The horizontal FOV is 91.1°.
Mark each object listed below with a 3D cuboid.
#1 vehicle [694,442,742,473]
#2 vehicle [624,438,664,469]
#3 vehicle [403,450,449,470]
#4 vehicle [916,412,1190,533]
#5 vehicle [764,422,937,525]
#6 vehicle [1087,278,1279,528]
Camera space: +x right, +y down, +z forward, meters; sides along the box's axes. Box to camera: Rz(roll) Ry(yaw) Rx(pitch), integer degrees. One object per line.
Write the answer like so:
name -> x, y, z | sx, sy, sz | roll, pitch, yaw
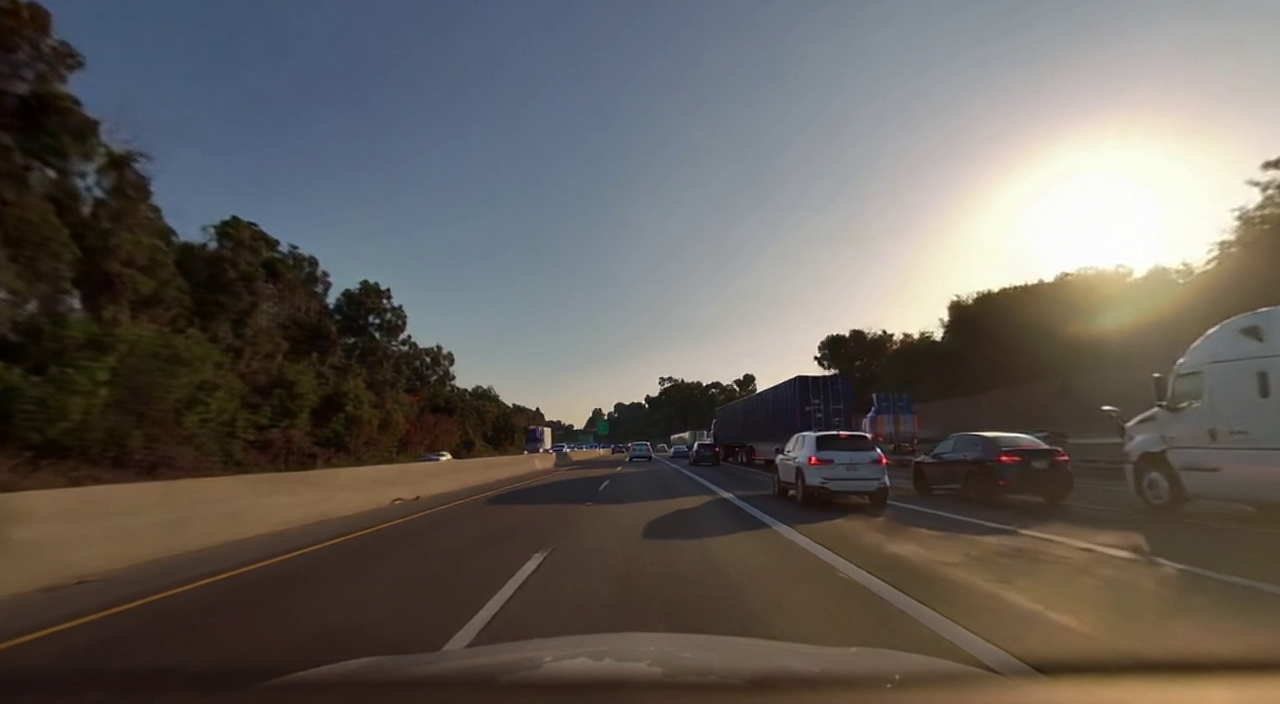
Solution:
vehicle -> 3.995, 5.453, 32.788 | 1.888, 1.501, 4.608 | 0, -8, 0
vehicle -> 0.273, 6.188, 38.477 | 2.313, 1.736, 4.215 | 0, -8, 1
vehicle -> -16.715, 8.446, 49.244 | 1.906, 1.453, 4.484 | 0, -8, 1
vehicle -> 7.392, 2.189, 12.035 | 1.985, 1.835, 4.681 | 0, -8, -1
vehicle -> 3.922, 2.319, 12.582 | 1.972, 1.693, 4.139 | 0, -8, -1
vehicle -> 11.552, 0.768, 9.650 | 2.998, 3.893, 8.456 | 0, -8, 0
